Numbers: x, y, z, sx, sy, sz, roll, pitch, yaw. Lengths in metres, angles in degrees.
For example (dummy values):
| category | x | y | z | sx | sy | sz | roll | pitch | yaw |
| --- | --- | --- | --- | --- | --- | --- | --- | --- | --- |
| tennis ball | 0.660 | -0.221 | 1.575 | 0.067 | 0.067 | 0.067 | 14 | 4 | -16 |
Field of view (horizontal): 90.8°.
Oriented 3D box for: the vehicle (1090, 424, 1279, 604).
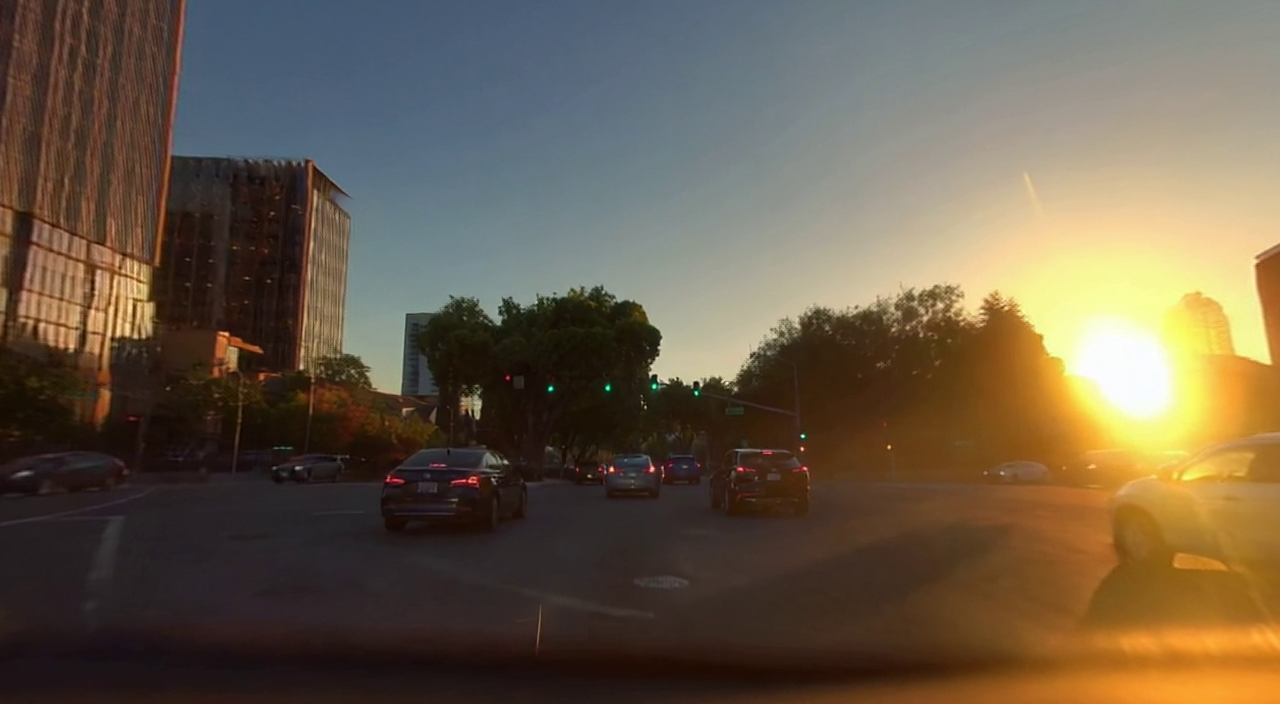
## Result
| category | x | y | z | sx | sy | sz | roll | pitch | yaw |
| --- | --- | --- | --- | --- | --- | --- | --- | --- | --- |
| vehicle | 6.571 | 1.389 | 5.322 | 1.959 | 1.553 | 4.809 | 0 | -9 | -1 |

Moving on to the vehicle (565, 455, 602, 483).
| category | x | y | z | sx | sy | sz | roll | pitch | yaw |
| --- | --- | --- | --- | --- | --- | --- | --- | --- | --- |
| vehicle | -3.716 | 7.801 | 42.347 | 2.033 | 1.714 | 4.278 | 0 | -9 | 1 |

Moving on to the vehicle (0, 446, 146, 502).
| category | x | y | z | sx | sy | sz | roll | pitch | yaw |
| --- | --- | --- | --- | --- | --- | --- | --- | --- | --- |
| vehicle | -17.848 | 3.639 | 19.353 | 1.857 | 1.511 | 4.399 | 0 | -9 | 0 |

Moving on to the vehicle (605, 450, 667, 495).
| category | x | y | z | sx | sy | sz | roll | pitch | yaw |
| --- | --- | --- | --- | --- | --- | --- | --- | --- | --- |
| vehicle | -0.183 | 4.351 | 23.234 | 2.098 | 1.461 | 3.958 | 0 | -9 | -1 |

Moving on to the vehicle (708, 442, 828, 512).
| category | x | y | z | sx | sy | sz | roll | pitch | yaw |
| --- | --- | --- | --- | --- | --- | --- | --- | --- | --- |
| vehicle | 3.155 | 3.190 | 16.727 | 1.996 | 1.566 | 4.917 | 0 | -9 | -2 |

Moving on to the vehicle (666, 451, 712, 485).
| category | x | y | z | sx | sy | sz | roll | pitch | yaw |
| --- | --- | --- | --- | --- | --- | --- | --- | --- | --- |
| vehicle | 2.699 | 6.546 | 35.914 | 2.138 | 1.778 | 4.422 | 0 | -9 | -2 |

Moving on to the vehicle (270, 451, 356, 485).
| category | x | y | z | sx | sy | sz | roll | pitch | yaw |
| --- | --- | --- | --- | --- | --- | --- | --- | --- | --- |
| vehicle | -18.379 | 6.584 | 35.875 | 2.172 | 1.751 | 4.889 | 0 | -10 | 1 |

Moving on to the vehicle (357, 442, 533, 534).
| category | x | y | z | sx | sy | sz | roll | pitch | yaw |
| --- | --- | --- | --- | --- | --- | --- | --- | --- | --- |
| vehicle | -3.555 | 2.557 | 12.575 | 2.045 | 1.463 | 4.490 | 0 | -9 | 0 |
